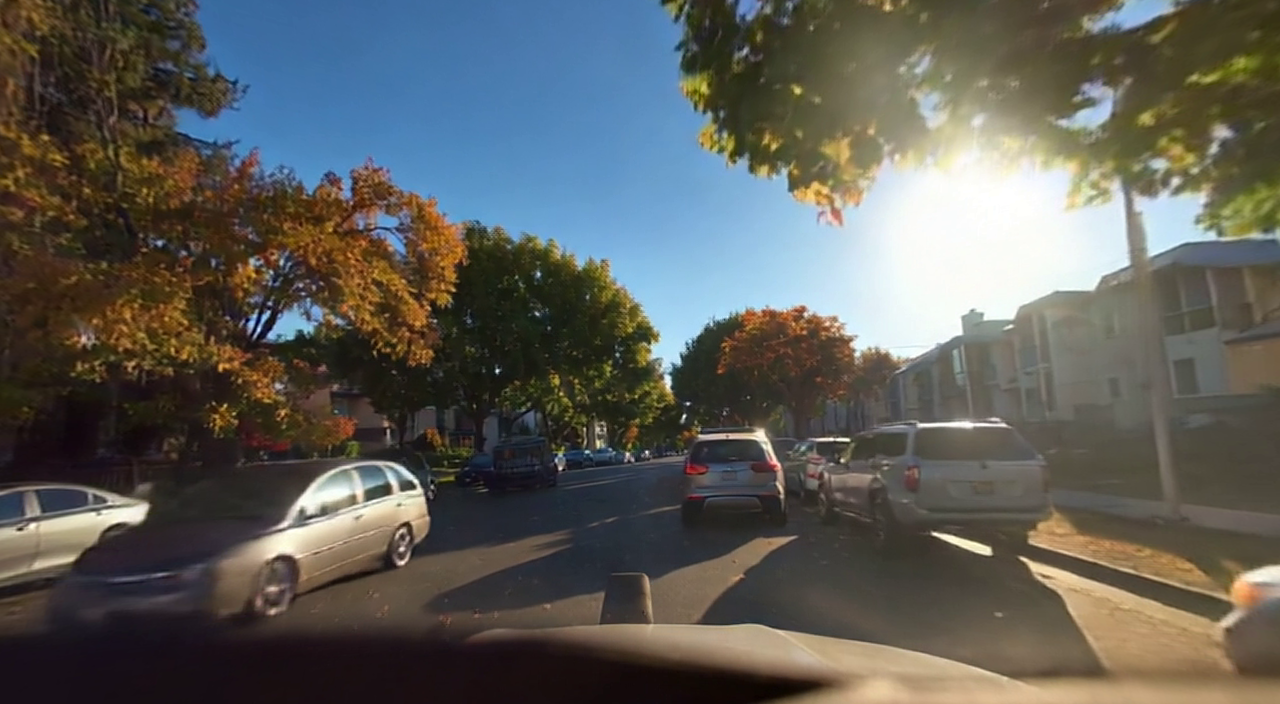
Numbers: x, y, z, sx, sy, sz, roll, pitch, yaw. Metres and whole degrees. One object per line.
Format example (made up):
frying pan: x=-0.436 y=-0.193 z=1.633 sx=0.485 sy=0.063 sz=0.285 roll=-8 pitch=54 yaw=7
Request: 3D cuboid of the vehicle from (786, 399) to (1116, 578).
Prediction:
vehicle: x=3.778 y=1.788 z=9.087 sx=2.082 sy=1.799 sz=5.207 roll=0 pitch=-9 yaw=0

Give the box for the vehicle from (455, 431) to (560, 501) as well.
vehicle: x=-4.262 y=3.775 z=21.259 sx=2.197 sy=2.047 sz=4.985 roll=-1 pitch=-9 yaw=4

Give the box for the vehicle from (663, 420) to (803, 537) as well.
vehicle: x=1.500 y=2.288 z=12.032 sx=2.055 sy=1.717 sz=5.172 roll=-1 pitch=-9 yaw=3

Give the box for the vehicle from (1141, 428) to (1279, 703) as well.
vehicle: x=3.584 y=0.792 z=1.137 sx=1.881 sy=1.403 sz=4.214 roll=0 pitch=-9 yaw=0

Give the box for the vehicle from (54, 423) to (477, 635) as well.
vehicle: x=-3.693 y=1.766 z=7.294 sx=2.018 sy=1.691 sz=3.995 roll=-2 pitch=-9 yaw=9
